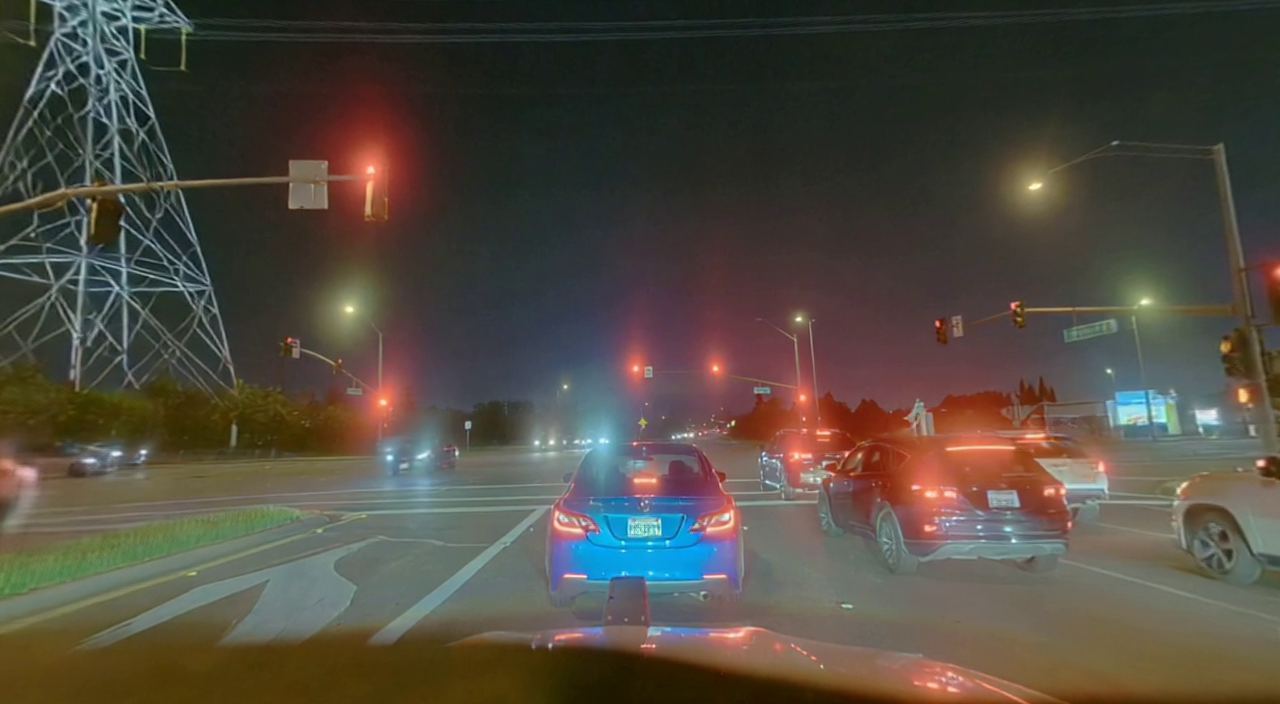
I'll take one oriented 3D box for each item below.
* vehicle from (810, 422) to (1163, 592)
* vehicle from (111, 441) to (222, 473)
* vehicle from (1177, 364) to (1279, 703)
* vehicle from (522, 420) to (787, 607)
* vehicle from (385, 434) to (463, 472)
[{"bbox_3d":[3.643,1.684,7.725,1.835,1.473,4.190,0,-8,-2],"label":"vehicle"},{"bbox_3d":[-26.043,5.770,34.786,4.417,1.637,1.956,0,-8,-2],"label":"vehicle"},{"bbox_3d":[3.403,0.589,0.630,1.926,1.614,4.330,0,-8,1],"label":"vehicle"},{"bbox_3d":[0.103,1.597,7.129,2.117,1.474,4.036,0,-8,0],"label":"vehicle"},{"bbox_3d":[-9.622,4.525,28.402,1.910,1.537,4.123,-1,-8,2],"label":"vehicle"}]
